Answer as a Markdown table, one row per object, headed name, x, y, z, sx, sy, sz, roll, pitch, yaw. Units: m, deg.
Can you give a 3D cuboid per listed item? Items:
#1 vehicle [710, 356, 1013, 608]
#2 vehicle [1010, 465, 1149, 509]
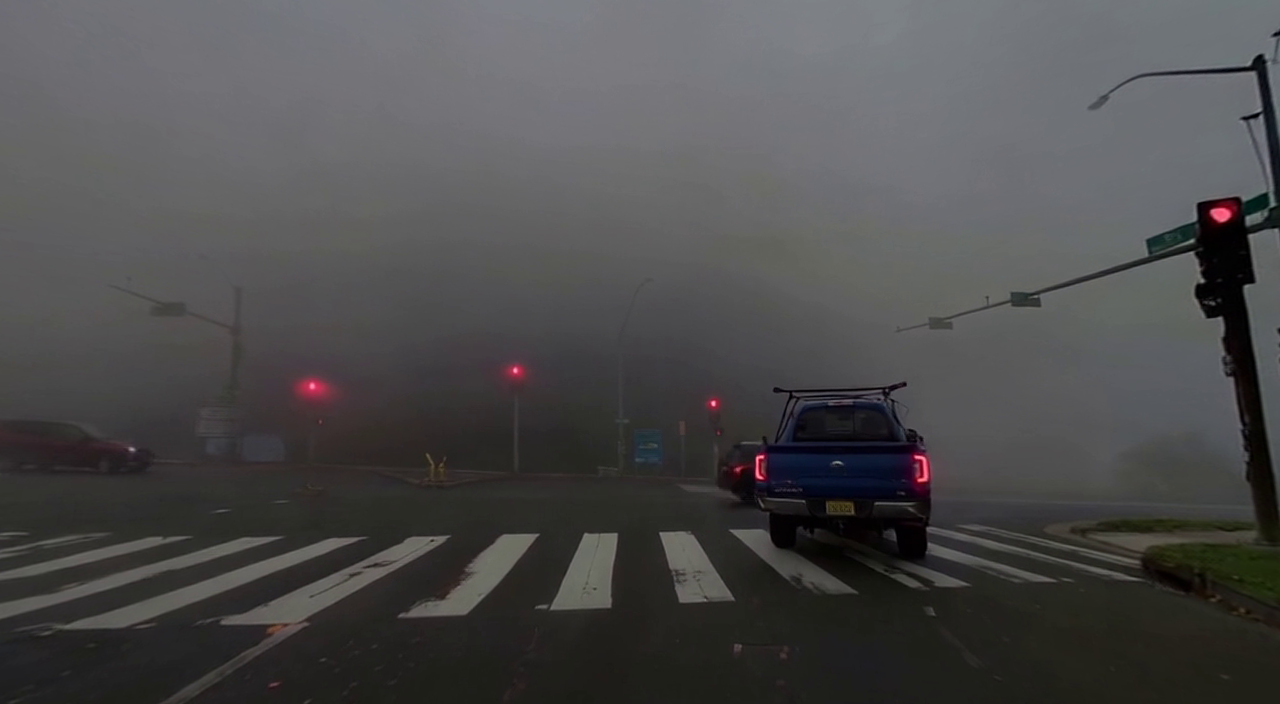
| name | x | y | z | sx | sy | sz | roll | pitch | yaw |
| --- | --- | --- | --- | --- | --- | --- | --- | --- | --- |
| vehicle | 2.951 | 1.700 | 9.324 | 2.851 | 2.400 | 5.978 | -2 | -9 | 16 |
| vehicle | 18.636 | 5.727 | 26.867 | 4.356 | 1.498 | 1.957 | -3 | -8 | 0 |
